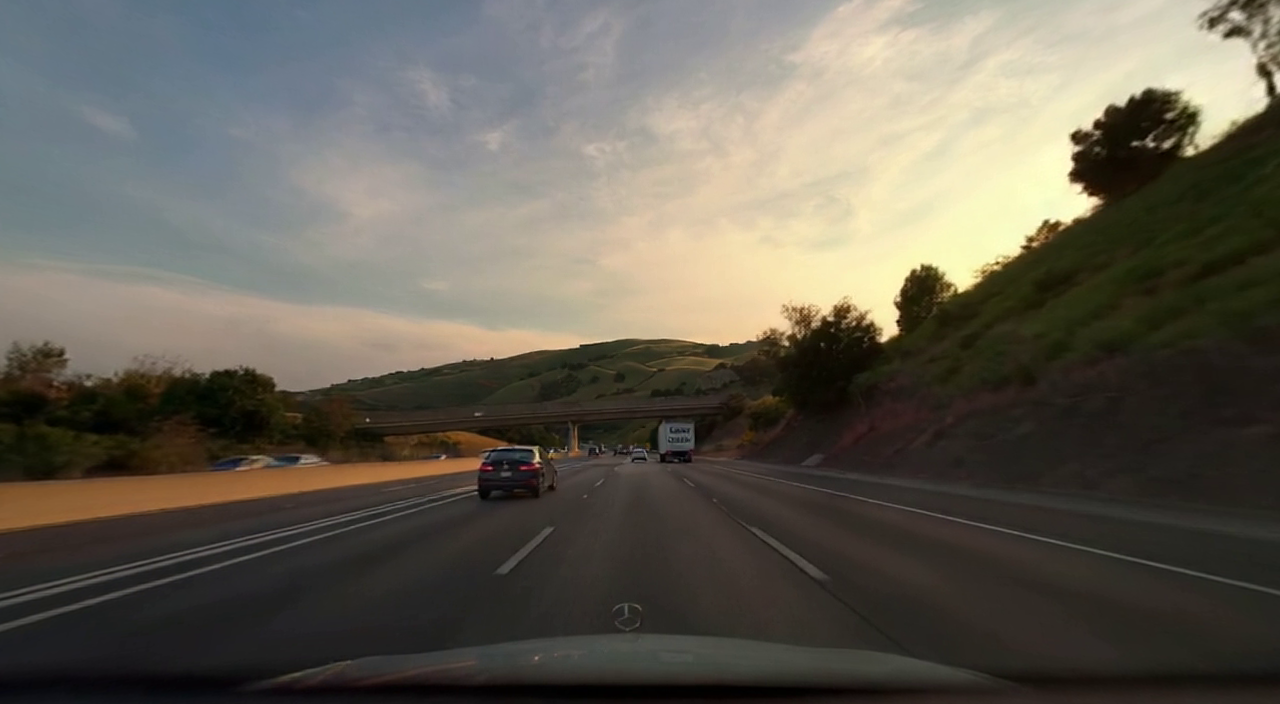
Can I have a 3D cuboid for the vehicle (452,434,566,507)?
[{"bbox_3d":[-3.225,3.038,16.538,2.052,1.654,4.303,0,-9,0],"label":"vehicle"}]
